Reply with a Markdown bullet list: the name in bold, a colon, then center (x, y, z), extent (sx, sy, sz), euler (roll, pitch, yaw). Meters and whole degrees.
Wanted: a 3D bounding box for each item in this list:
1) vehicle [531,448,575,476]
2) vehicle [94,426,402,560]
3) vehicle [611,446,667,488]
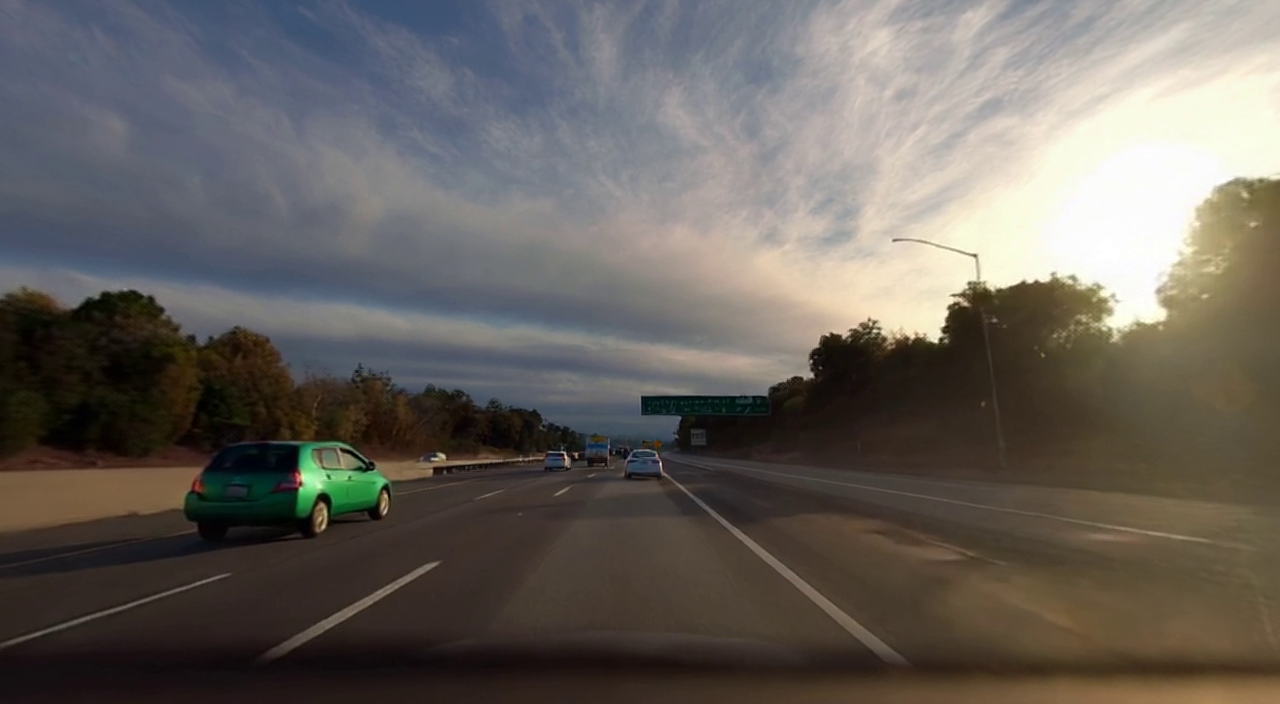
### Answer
- **vehicle**: center (-4.928, 6.269, 36.182), extent (1.892, 1.481, 4.180), euler (0, -9, 0)
- **vehicle**: center (-5.609, 2.055, 9.837), extent (2.058, 1.626, 4.118), euler (0, -9, 2)
- **vehicle**: center (-0.057, 4.293, 23.780), extent (1.940, 1.451, 3.512), euler (0, -9, -1)
